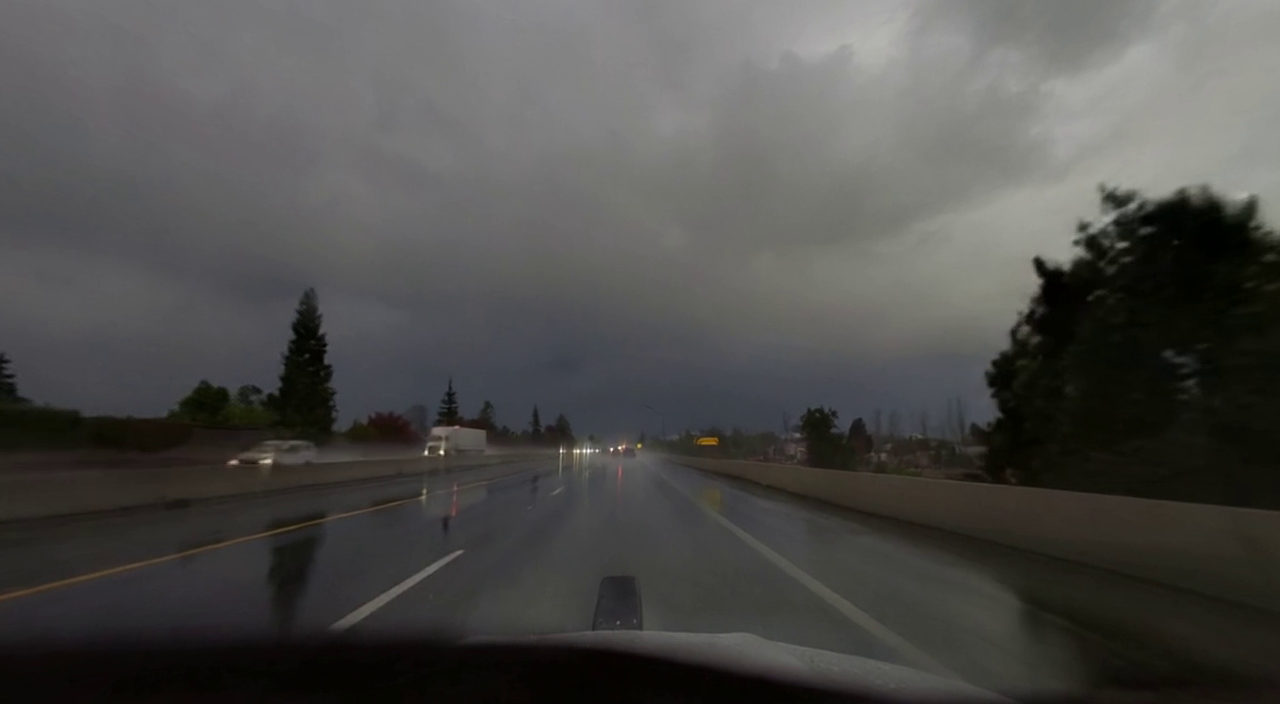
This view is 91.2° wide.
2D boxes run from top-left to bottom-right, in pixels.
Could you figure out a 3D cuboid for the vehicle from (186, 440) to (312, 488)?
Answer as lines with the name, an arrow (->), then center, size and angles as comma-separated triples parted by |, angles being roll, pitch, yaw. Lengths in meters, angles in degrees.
vehicle -> -18.077, 5.203, 29.424 | 2.285, 2.022, 5.428 | 0, -9, 1
